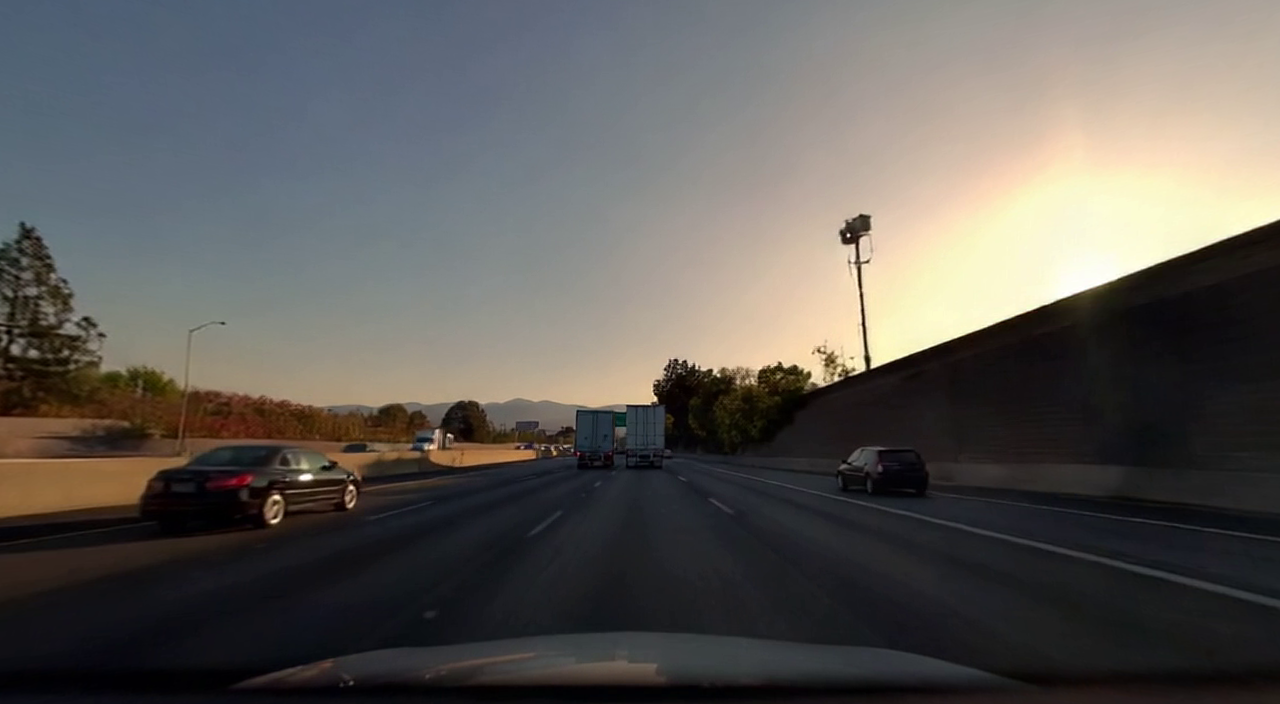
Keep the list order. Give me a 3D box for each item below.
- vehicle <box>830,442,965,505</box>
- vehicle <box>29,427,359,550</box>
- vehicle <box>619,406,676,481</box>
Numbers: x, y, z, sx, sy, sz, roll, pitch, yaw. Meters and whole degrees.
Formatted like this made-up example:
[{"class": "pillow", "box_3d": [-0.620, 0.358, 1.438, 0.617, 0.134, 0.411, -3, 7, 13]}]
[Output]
[{"class": "vehicle", "box_3d": [7.121, 3.374, 18.024, 1.969, 1.560, 4.394, 0, -8, 0]}, {"class": "vehicle", "box_3d": [-6.720, 2.081, 10.399, 1.992, 1.547, 4.673, 0, -8, 1]}, {"class": "vehicle", "box_3d": [0.365, 5.460, 39.359, 3.054, 3.944, 11.230, 0, -6, 0]}]
